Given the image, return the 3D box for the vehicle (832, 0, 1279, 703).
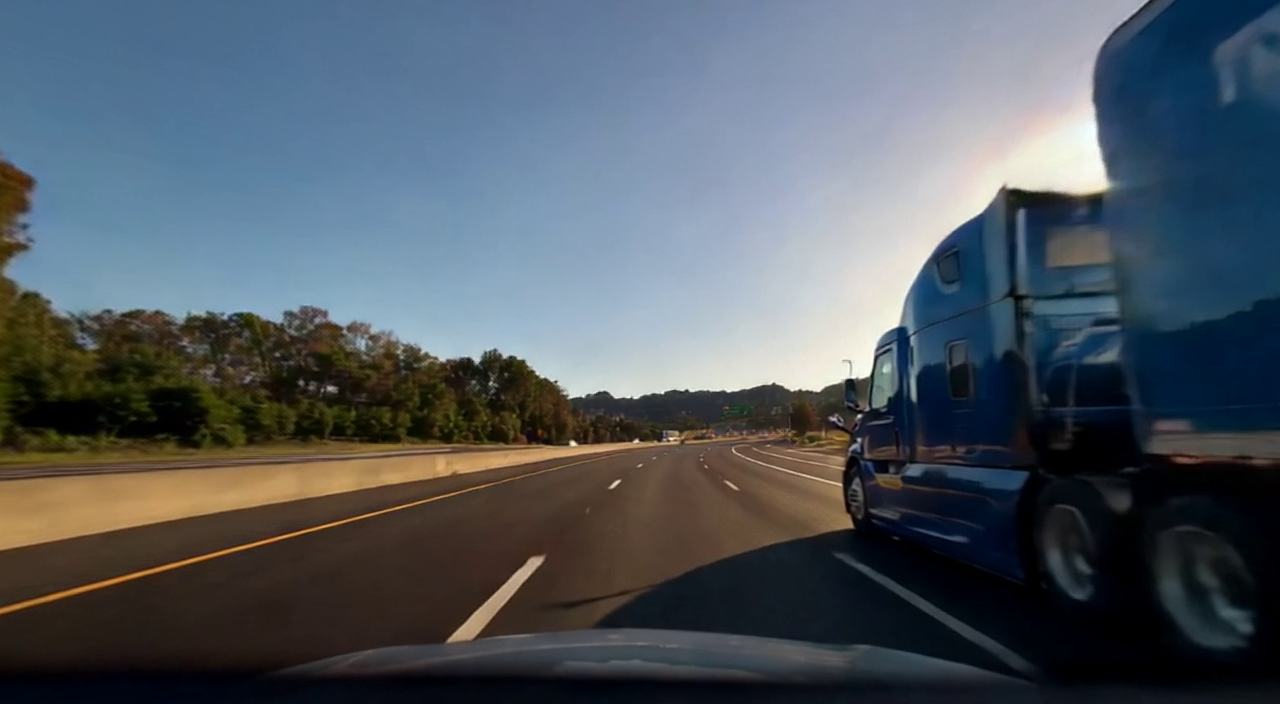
[{"bbox_3d":[4.565,0.234,5.742,2.997,3.915,8.330,0,-8,0],"label":"vehicle"}]
